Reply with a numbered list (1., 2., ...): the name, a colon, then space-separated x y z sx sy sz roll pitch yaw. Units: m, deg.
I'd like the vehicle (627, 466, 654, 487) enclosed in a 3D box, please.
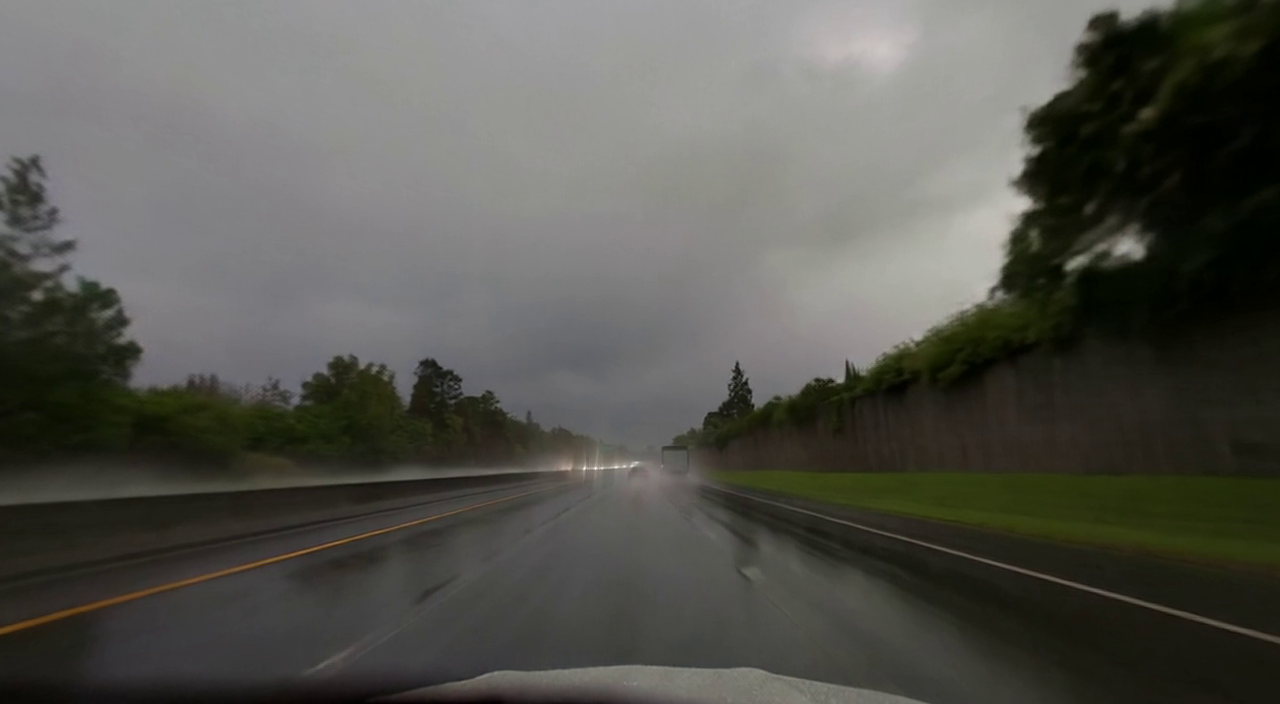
1. vehicle: 0.037 9.592 48.586 2.015 1.478 3.920 1 -10 -1
